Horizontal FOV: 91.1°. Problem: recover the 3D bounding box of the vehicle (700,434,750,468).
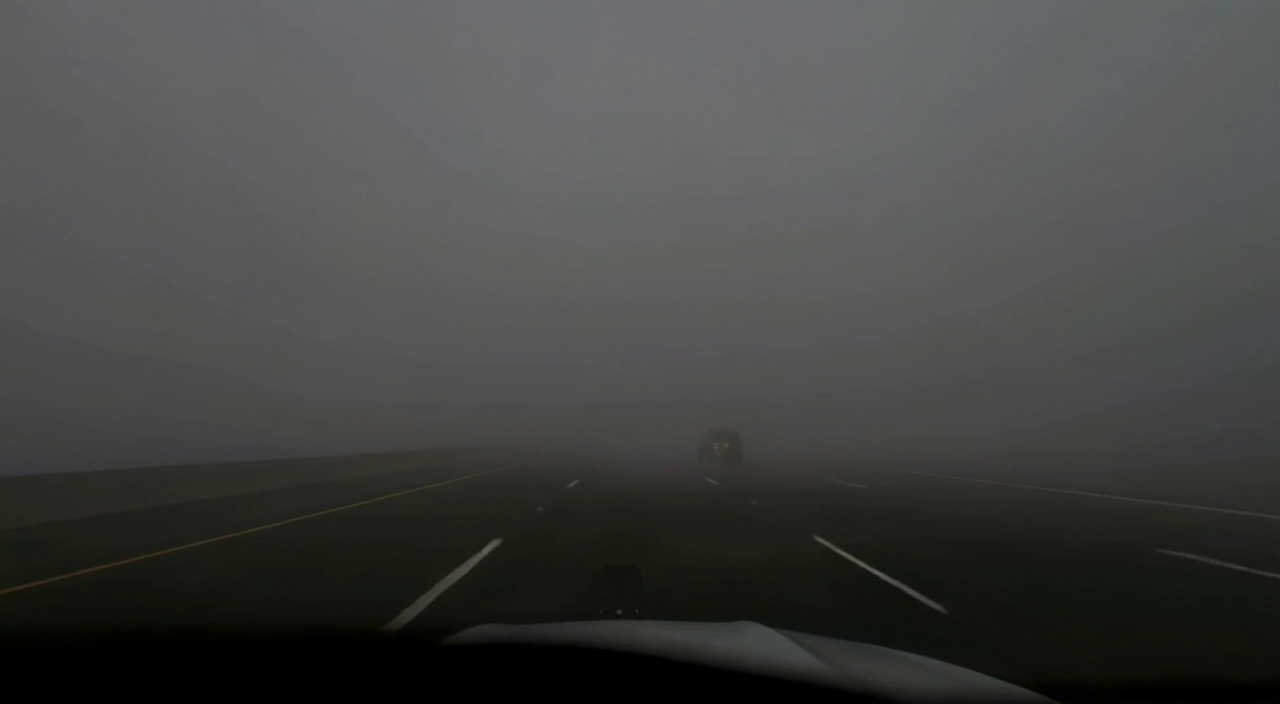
[{"bbox_3d":[4.025,4.711,30.258,1.802,1.492,3.804,0,-8,-1],"label":"vehicle"}]
